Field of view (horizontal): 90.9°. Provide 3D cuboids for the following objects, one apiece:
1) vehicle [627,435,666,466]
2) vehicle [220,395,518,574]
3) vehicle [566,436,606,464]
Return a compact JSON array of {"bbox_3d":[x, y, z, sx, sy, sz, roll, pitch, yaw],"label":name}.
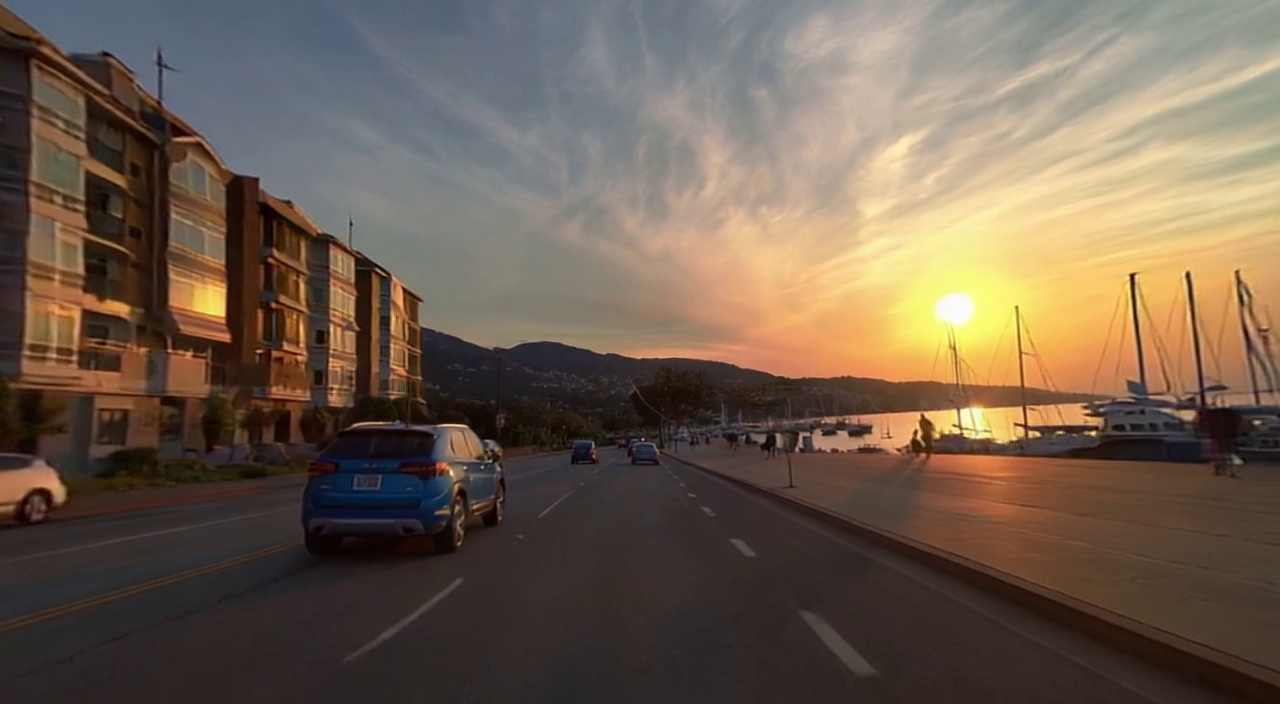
[{"bbox_3d":[0.338,5.519,35.376,2.057,1.624,3.726,-1,-9,0],"label":"vehicle"},{"bbox_3d":[-3.259,1.719,8.925,2.082,1.817,4.724,-1,-9,0],"label":"vehicle"},{"bbox_3d":[-3.338,6.190,39.894,2.056,1.680,4.205,-1,-8,1],"label":"vehicle"}]
